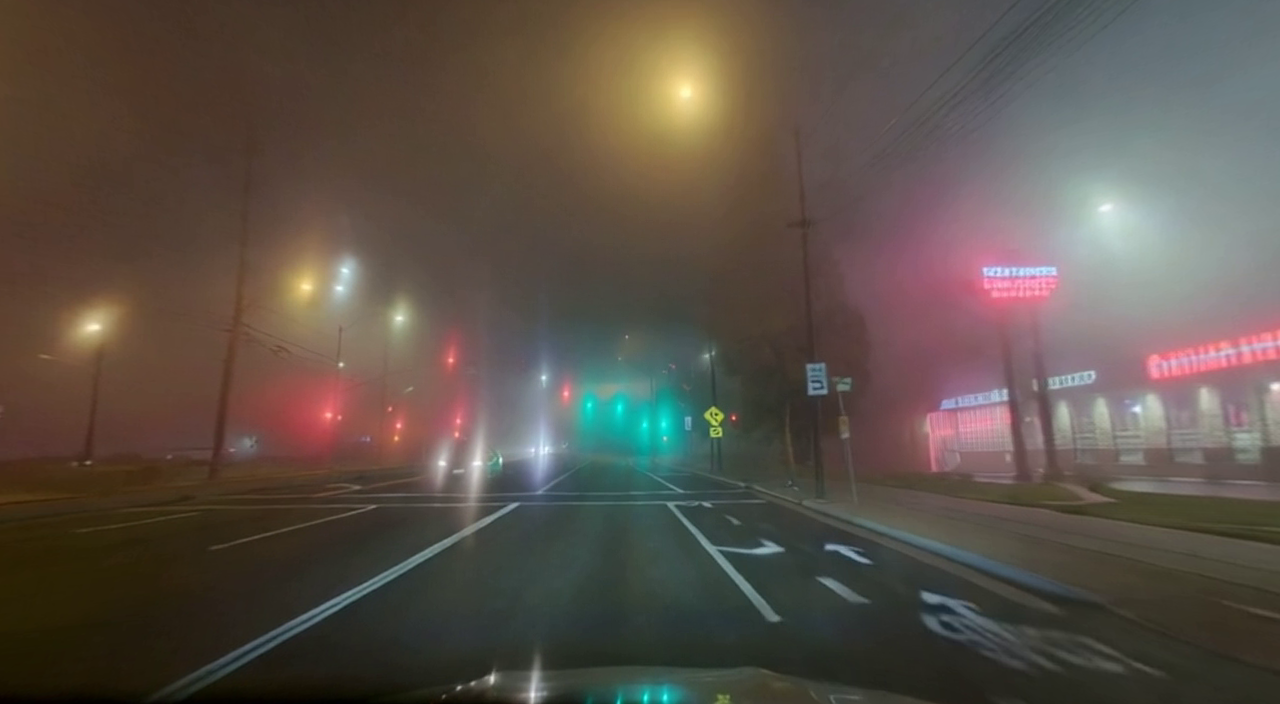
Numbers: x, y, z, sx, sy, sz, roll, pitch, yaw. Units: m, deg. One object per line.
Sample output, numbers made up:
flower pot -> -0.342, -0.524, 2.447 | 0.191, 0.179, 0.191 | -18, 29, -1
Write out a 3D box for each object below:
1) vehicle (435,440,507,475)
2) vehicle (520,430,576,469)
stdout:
vehicle -> -7.455, 4.690, 28.284 | 2.010, 1.455, 4.271 | 0, -8, 1
vehicle -> -4.829, 5.198, 33.806 | 2.371, 1.926, 5.099 | 0, -8, -2
